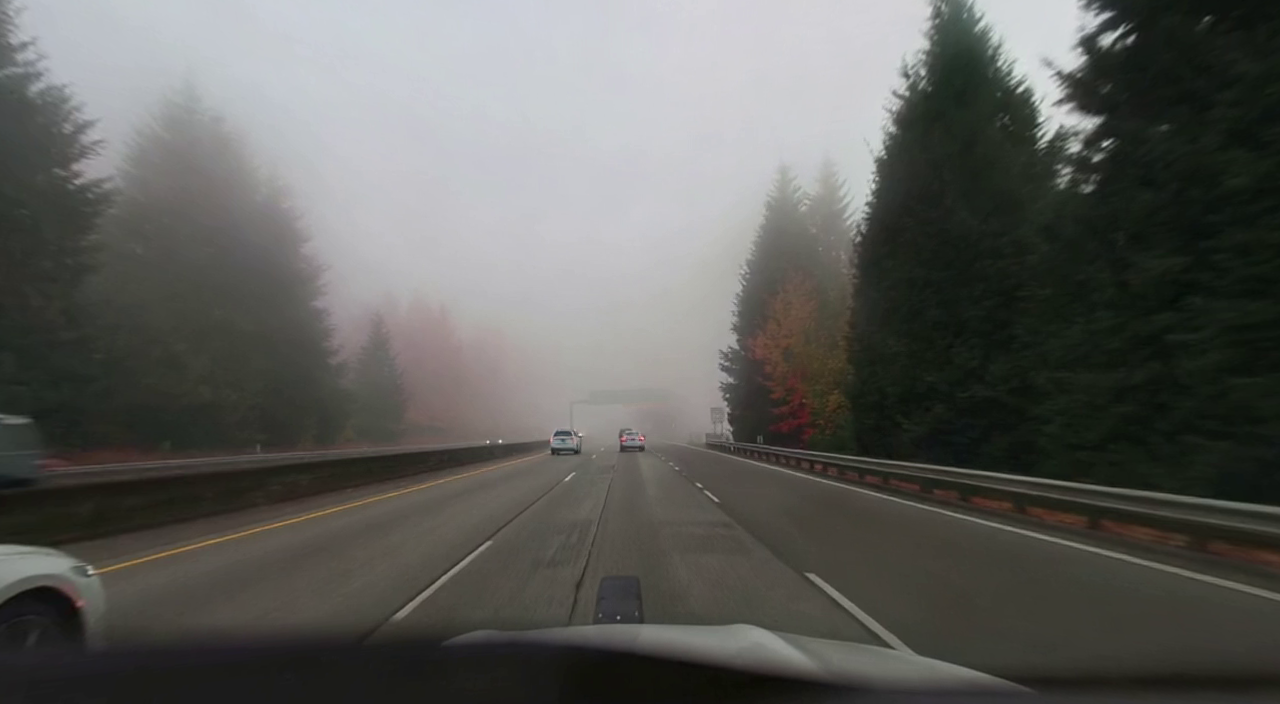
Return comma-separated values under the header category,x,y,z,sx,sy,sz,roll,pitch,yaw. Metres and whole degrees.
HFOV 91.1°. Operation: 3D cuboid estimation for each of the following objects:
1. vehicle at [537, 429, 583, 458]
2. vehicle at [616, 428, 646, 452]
category,x,y,z,sx,sy,sz,roll,pitch,yaw
vehicle,-4.402,5.131,35.292,2.071,1.524,4.398,0,-8,-1
vehicle,-0.673,6.257,44.904,2.054,1.609,3.859,0,-8,-1
